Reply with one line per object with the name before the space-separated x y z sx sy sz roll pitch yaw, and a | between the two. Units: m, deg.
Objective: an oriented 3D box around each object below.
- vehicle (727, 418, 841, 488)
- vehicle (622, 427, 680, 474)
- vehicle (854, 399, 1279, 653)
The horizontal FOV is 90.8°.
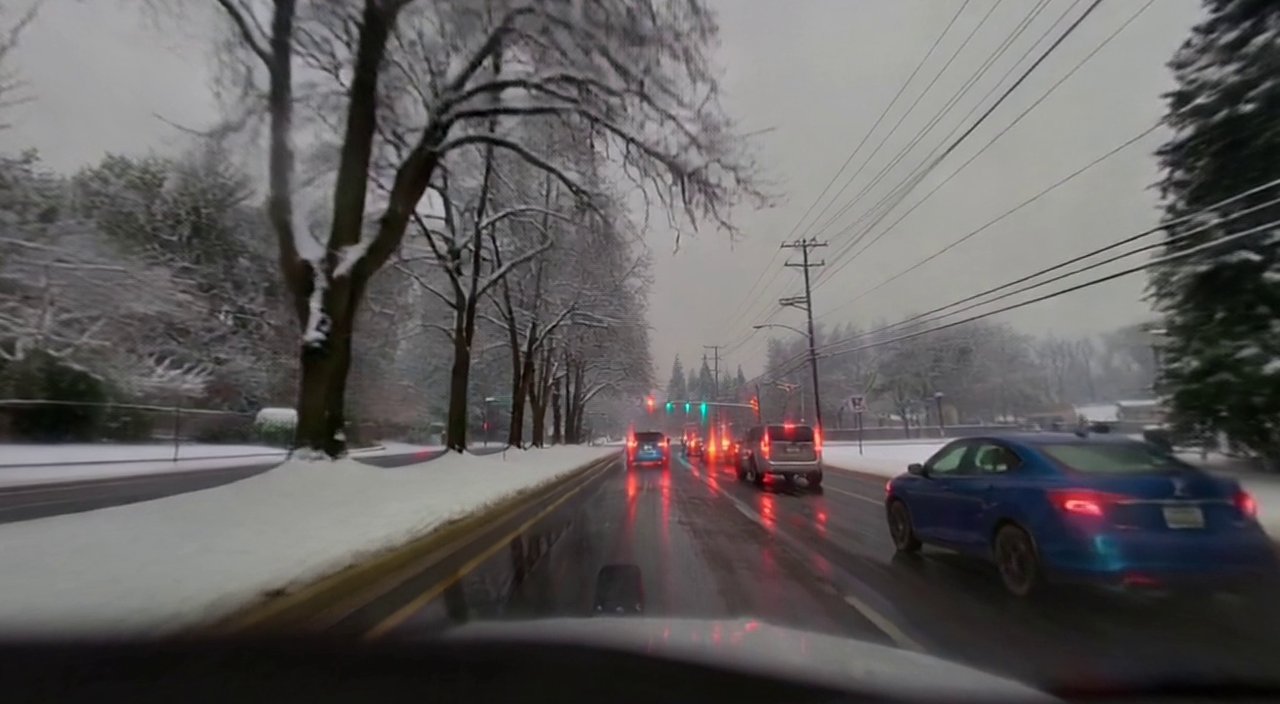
vehicle | 4.167 3.036 19.254 2.254 1.840 4.918 0 -8 0
vehicle | 0.426 4.023 25.895 2.163 1.746 4.073 -1 -8 0
vehicle | 3.761 1.355 6.023 1.881 1.512 4.294 0 -8 -1
